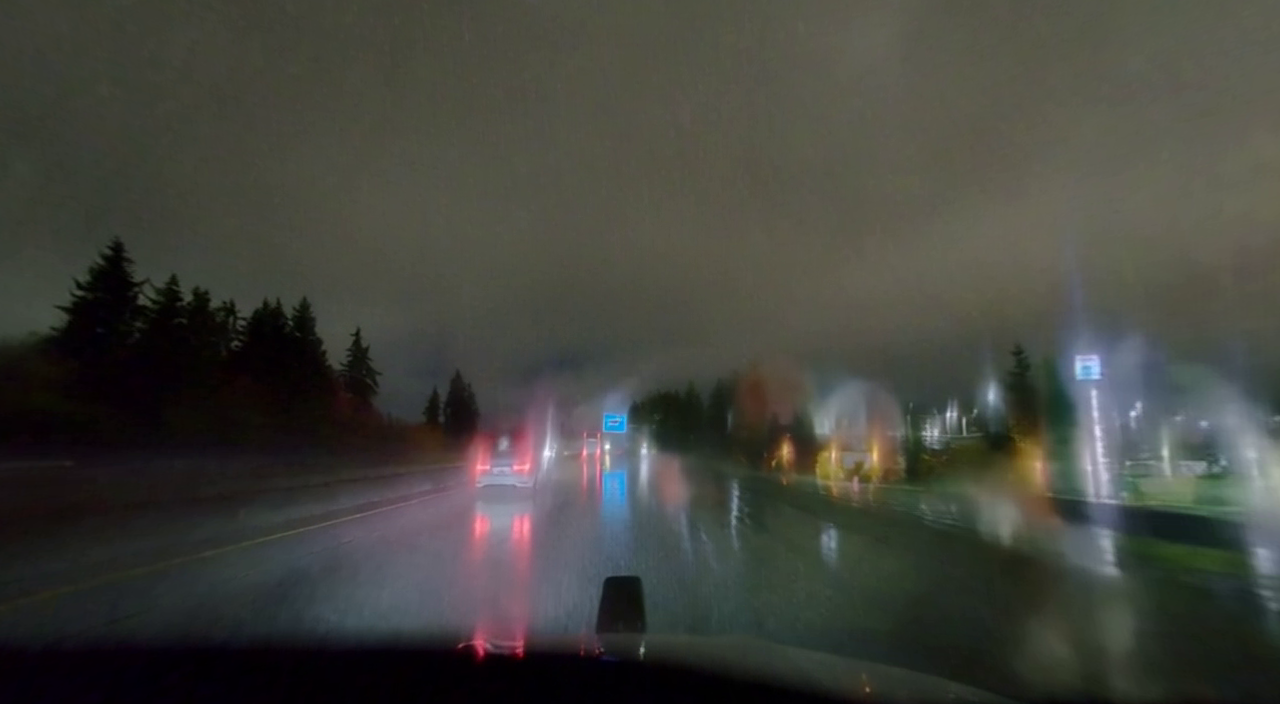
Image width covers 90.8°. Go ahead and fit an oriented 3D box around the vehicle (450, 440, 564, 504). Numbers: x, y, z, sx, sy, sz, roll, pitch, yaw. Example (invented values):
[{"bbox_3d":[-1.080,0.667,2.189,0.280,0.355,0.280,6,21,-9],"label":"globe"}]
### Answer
[{"bbox_3d":[-3.620,3.379,18.239,2.184,1.574,5.004,0,-9,0],"label":"vehicle"}]
